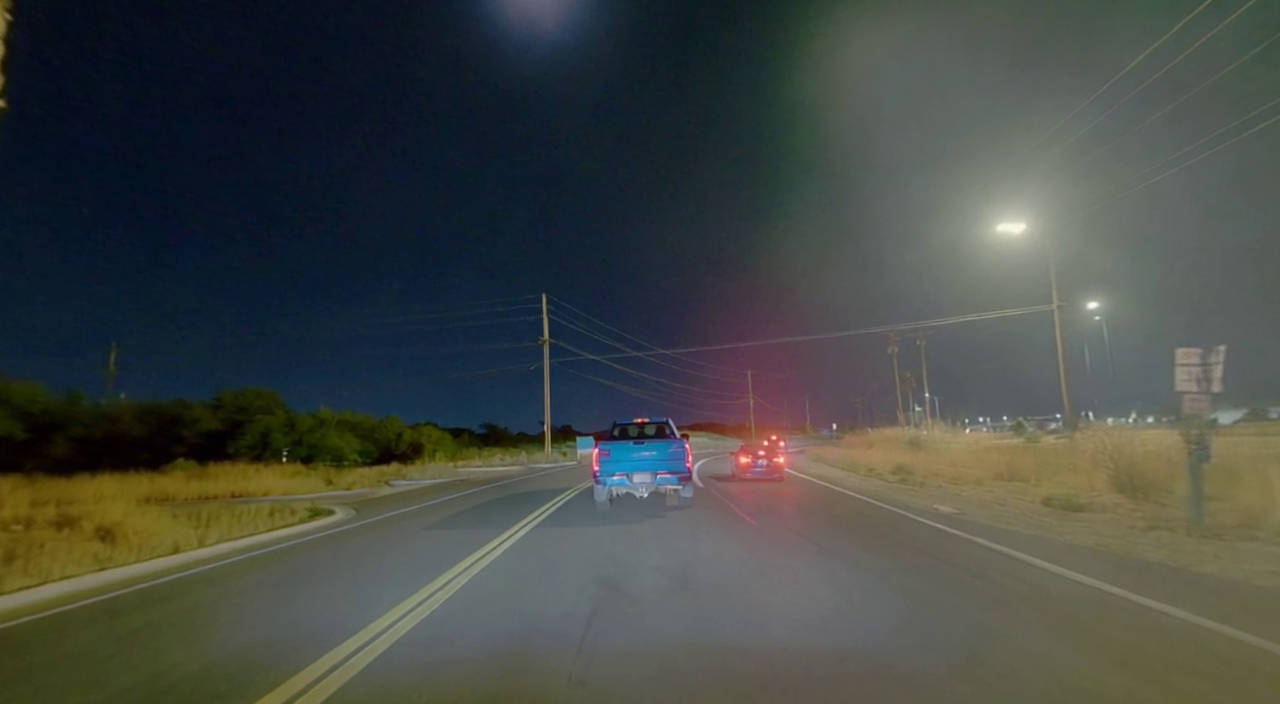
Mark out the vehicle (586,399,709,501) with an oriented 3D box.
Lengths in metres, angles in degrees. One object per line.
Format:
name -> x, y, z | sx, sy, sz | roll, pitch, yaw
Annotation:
vehicle -> 0.242, 2.599, 16.933 | 2.693, 2.223, 5.885 | 0, -8, 1
